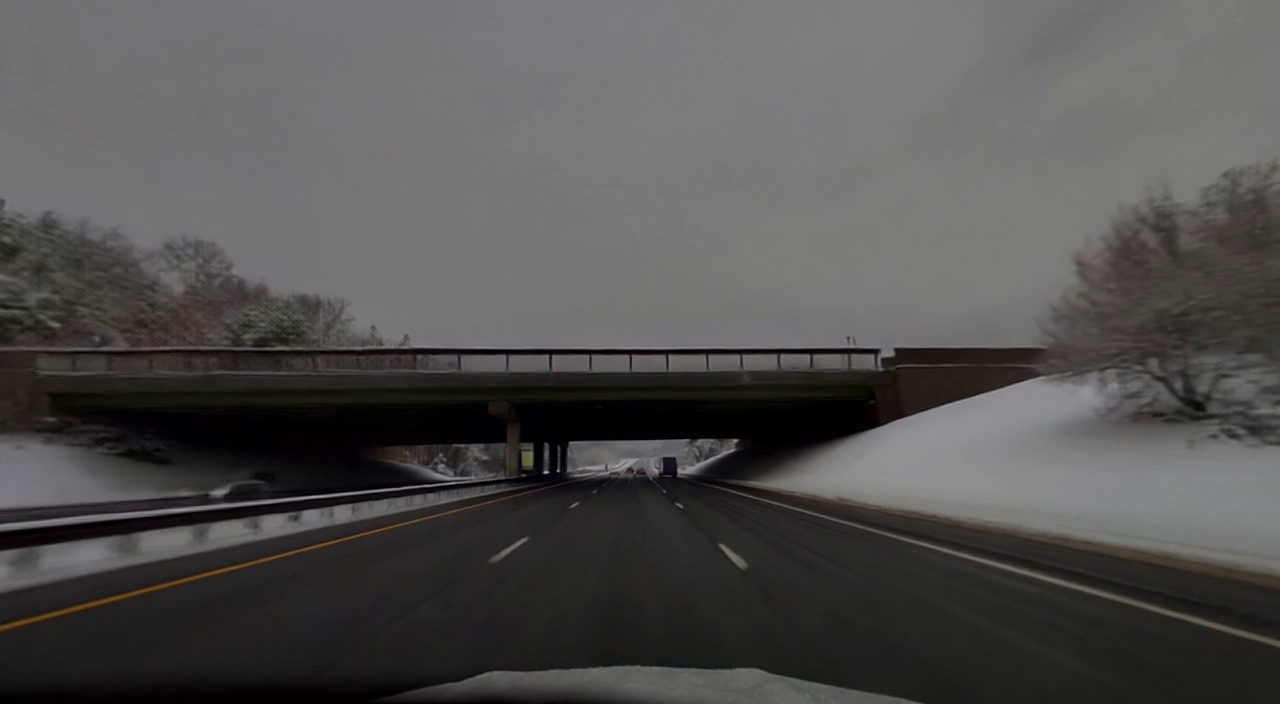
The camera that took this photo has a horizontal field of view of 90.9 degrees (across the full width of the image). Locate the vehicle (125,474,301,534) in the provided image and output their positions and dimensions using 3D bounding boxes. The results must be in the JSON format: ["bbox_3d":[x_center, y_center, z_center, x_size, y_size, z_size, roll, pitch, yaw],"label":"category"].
[{"bbox_3d":[-12.000,4.269,18.180,1.873,1.436,4.528,1,-11,0],"label":"vehicle"}]
